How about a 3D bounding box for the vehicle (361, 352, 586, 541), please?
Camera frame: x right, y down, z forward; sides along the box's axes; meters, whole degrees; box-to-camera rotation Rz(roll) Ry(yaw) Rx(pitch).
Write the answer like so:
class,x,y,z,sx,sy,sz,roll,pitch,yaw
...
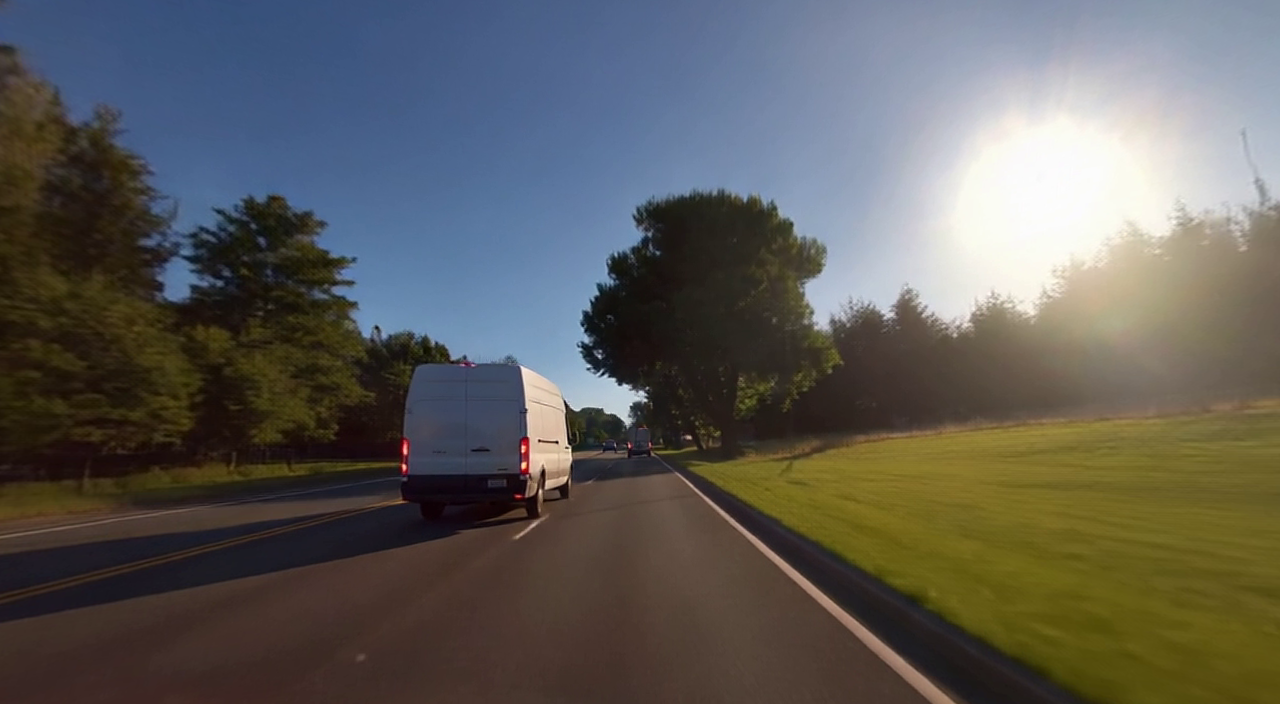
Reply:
class,x,y,z,sx,sy,sz,roll,pitch,yaw
vehicle,-2.572,1.738,11.842,2.497,2.628,6.016,0,-8,1
